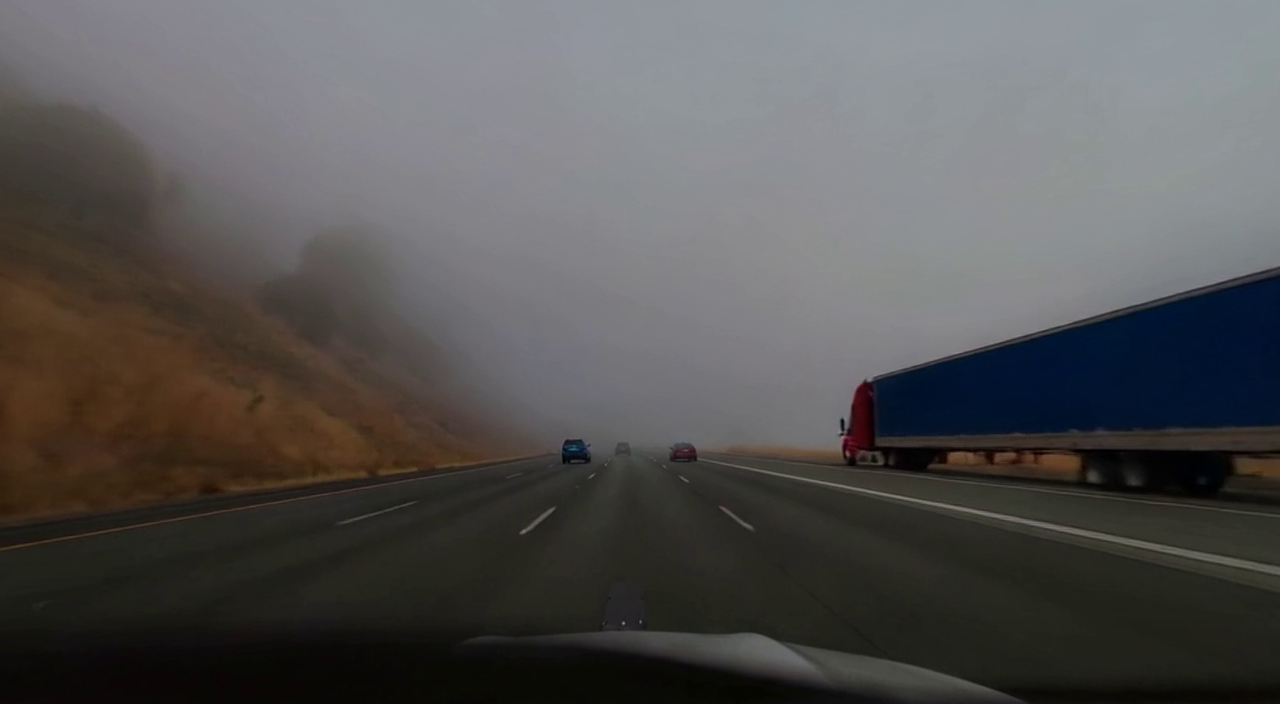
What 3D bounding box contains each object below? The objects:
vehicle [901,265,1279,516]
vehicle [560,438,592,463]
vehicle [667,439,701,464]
[{"bbox_3d":[11.901,1.440,15.982,2.953,4.129,16.568,0,-8,-2],"label":"vehicle"},{"bbox_3d":[-4.943,7.665,49.256,2.120,1.855,4.619,0,-8,-1],"label":"vehicle"},{"bbox_3d":[3.187,7.243,46.225,1.995,1.712,4.206,0,-8,-3],"label":"vehicle"}]
